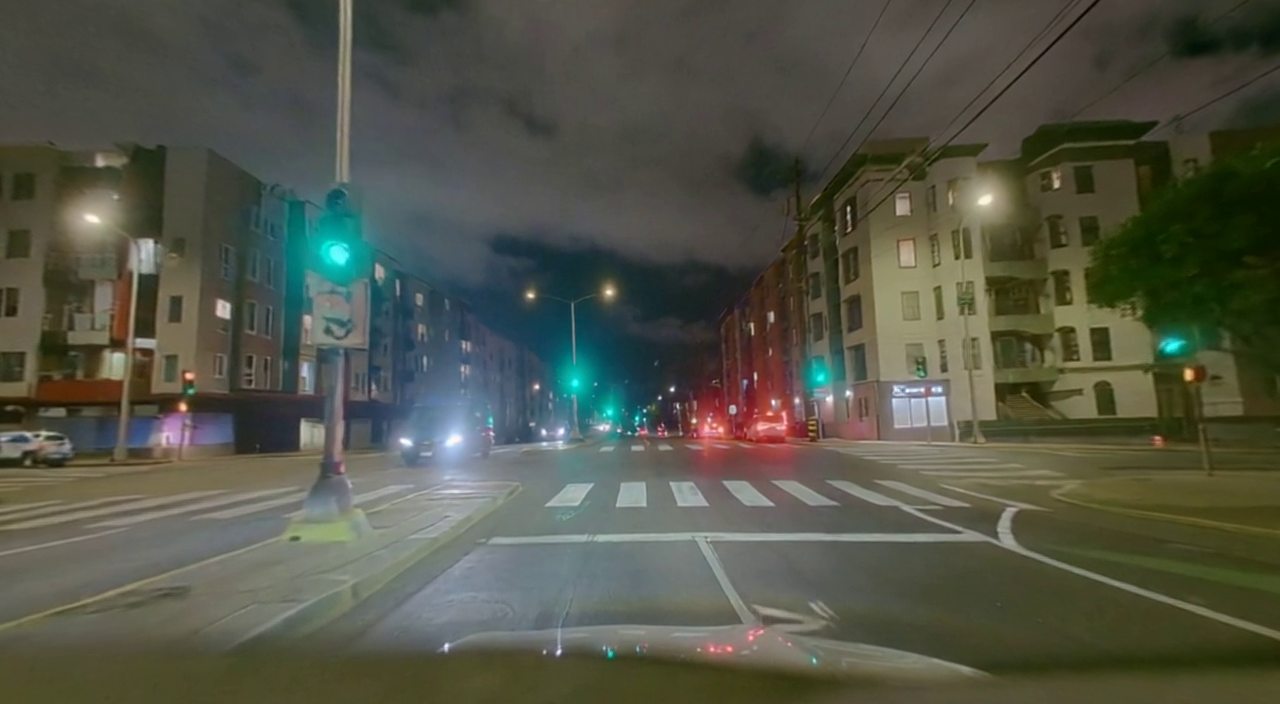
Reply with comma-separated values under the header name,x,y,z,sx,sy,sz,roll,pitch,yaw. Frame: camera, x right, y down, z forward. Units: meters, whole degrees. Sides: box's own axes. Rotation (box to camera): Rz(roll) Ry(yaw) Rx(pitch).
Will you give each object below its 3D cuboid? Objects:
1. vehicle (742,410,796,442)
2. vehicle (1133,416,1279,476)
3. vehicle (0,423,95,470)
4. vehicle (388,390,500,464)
name,x,y,z,sx,sy,sz,roll,pitch,yaw
vehicle,7.240,4.267,35.875,1.996,1.704,4.490,0,-8,-2
vehicle,16.364,2.519,17.225,4.210,1.449,1.974,0,-4,0
vehicle,-26.225,4.030,26.806,4.462,1.732,2.011,-3,-4,0
vehicle,-7.187,2.806,23.963,2.515,2.476,5.364,0,-6,0
